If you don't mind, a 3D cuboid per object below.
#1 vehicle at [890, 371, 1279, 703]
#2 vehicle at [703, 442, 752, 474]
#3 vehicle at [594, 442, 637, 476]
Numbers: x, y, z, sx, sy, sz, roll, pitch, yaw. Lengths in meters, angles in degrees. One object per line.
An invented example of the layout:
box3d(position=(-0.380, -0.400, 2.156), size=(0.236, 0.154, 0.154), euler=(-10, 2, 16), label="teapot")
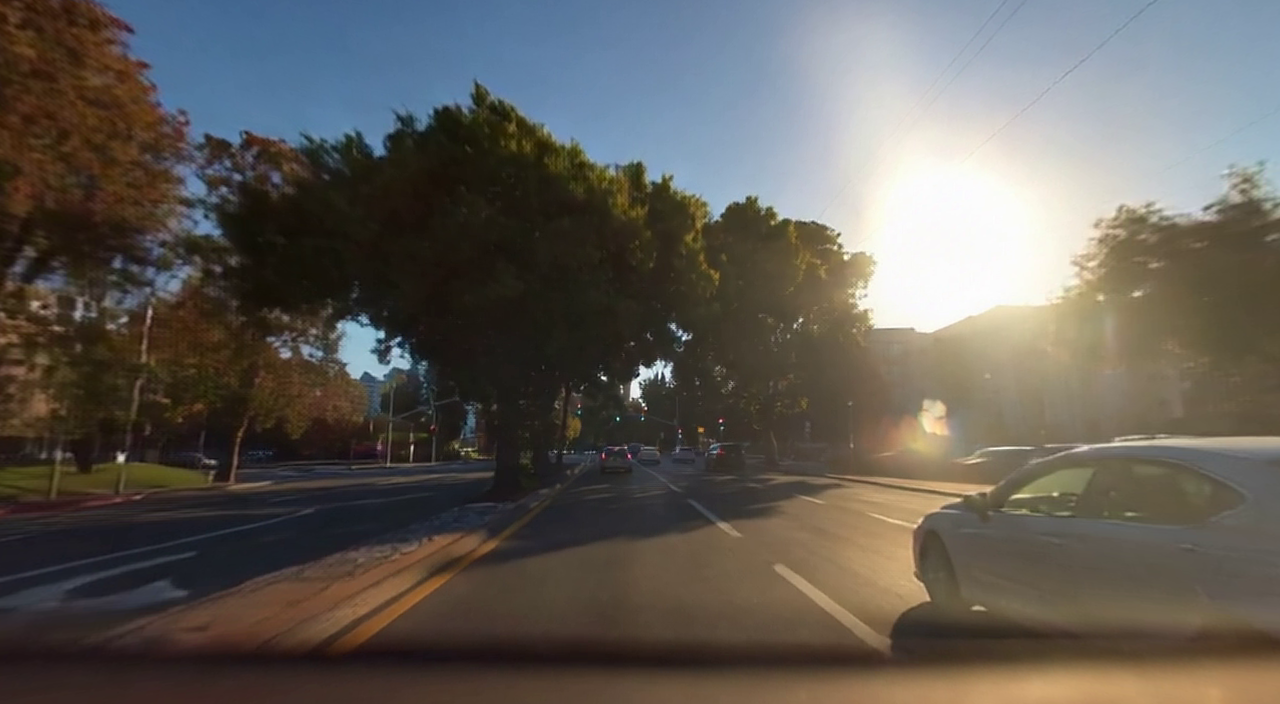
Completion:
box3d(position=(3.468, 1.112, 3.827), size=(1.893, 1.664, 4.670), euler=(0, -9, -1), label="vehicle")
box3d(position=(5.491, 6.738, 40.367), size=(2.052, 1.886, 5.297), euler=(0, -9, -4), label="vehicle")
box3d(position=(-1.372, 5.663, 33.612), size=(2.101, 1.641, 4.341), euler=(0, -9, -4), label="vehicle")
